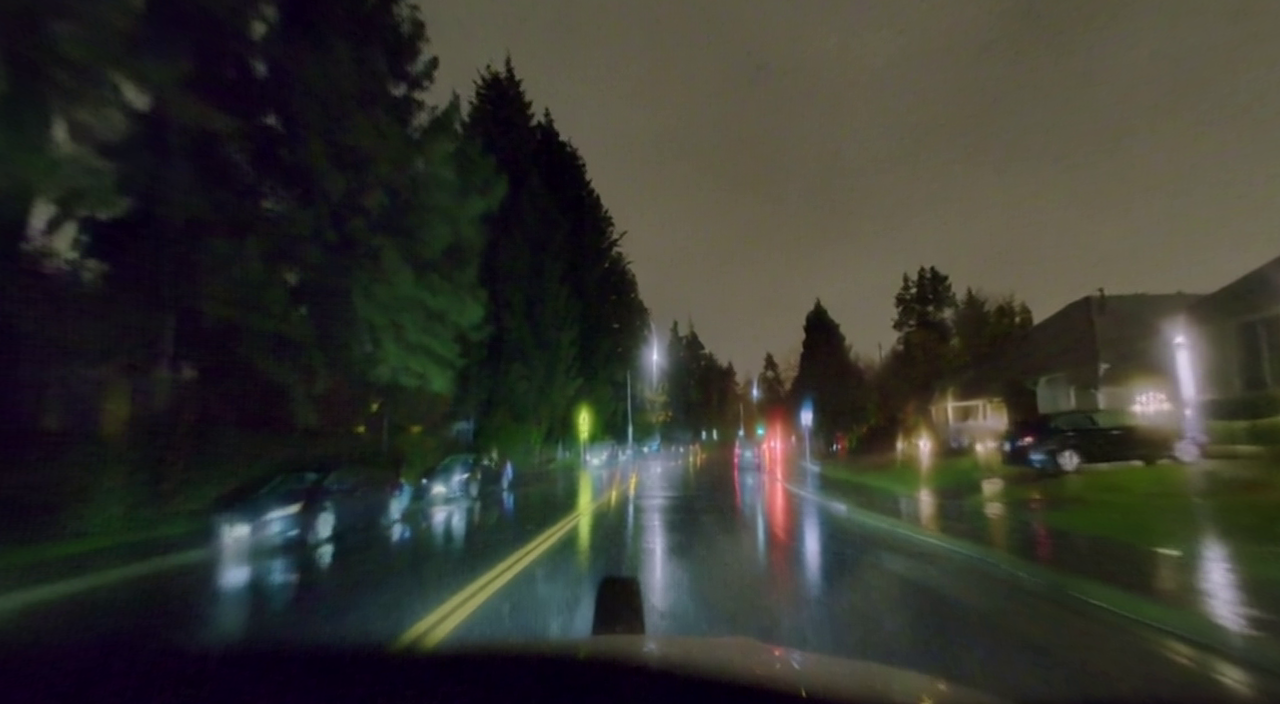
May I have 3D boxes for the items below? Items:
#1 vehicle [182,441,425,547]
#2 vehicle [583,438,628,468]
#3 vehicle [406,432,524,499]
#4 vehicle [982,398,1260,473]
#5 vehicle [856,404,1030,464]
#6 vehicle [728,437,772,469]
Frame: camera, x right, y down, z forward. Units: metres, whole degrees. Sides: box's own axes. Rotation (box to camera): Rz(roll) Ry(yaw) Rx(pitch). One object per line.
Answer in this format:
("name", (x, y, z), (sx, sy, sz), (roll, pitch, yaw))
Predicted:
("vehicle", (-5.660, 2.568, 11.389), (1.886, 1.494, 4.149), (-2, -13, 3))
("vehicle", (-2.138, 6.470, 40.184), (2.005, 1.557, 4.172), (-3, -14, 8))
("vehicle", (-5.012, 3.494, 18.809), (1.972, 1.536, 4.347), (-4, -15, 4))
("vehicle", (10.855, 1.924, 14.571), (4.744, 1.507, 1.953), (-1, -7, 1))
("vehicle", (10.444, 2.901, 22.188), (5.009, 1.906, 2.046), (-2, -8, 8))
("vehicle", (5.570, 5.149, 32.404), (1.972, 1.460, 4.137), (-2, -8, 7))
